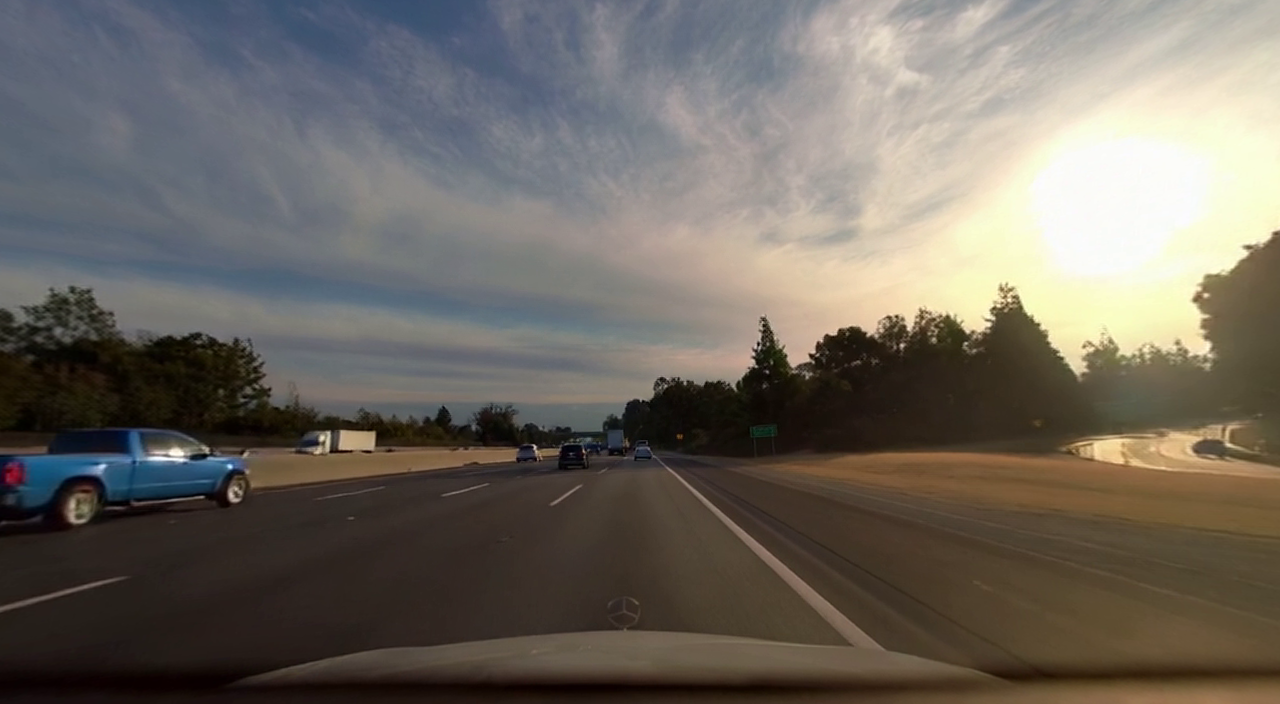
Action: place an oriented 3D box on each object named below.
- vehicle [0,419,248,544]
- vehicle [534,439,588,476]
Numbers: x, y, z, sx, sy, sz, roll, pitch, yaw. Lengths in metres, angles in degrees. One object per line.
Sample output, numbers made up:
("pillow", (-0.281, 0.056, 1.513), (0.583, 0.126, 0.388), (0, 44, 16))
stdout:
("vehicle", (-10.172, 2.268, 11.775), (2.146, 1.764, 5.510), (0, -9, -1))
("vehicle", (-3.900, 5.278, 31.671), (2.094, 1.695, 4.260), (0, -9, 1))
